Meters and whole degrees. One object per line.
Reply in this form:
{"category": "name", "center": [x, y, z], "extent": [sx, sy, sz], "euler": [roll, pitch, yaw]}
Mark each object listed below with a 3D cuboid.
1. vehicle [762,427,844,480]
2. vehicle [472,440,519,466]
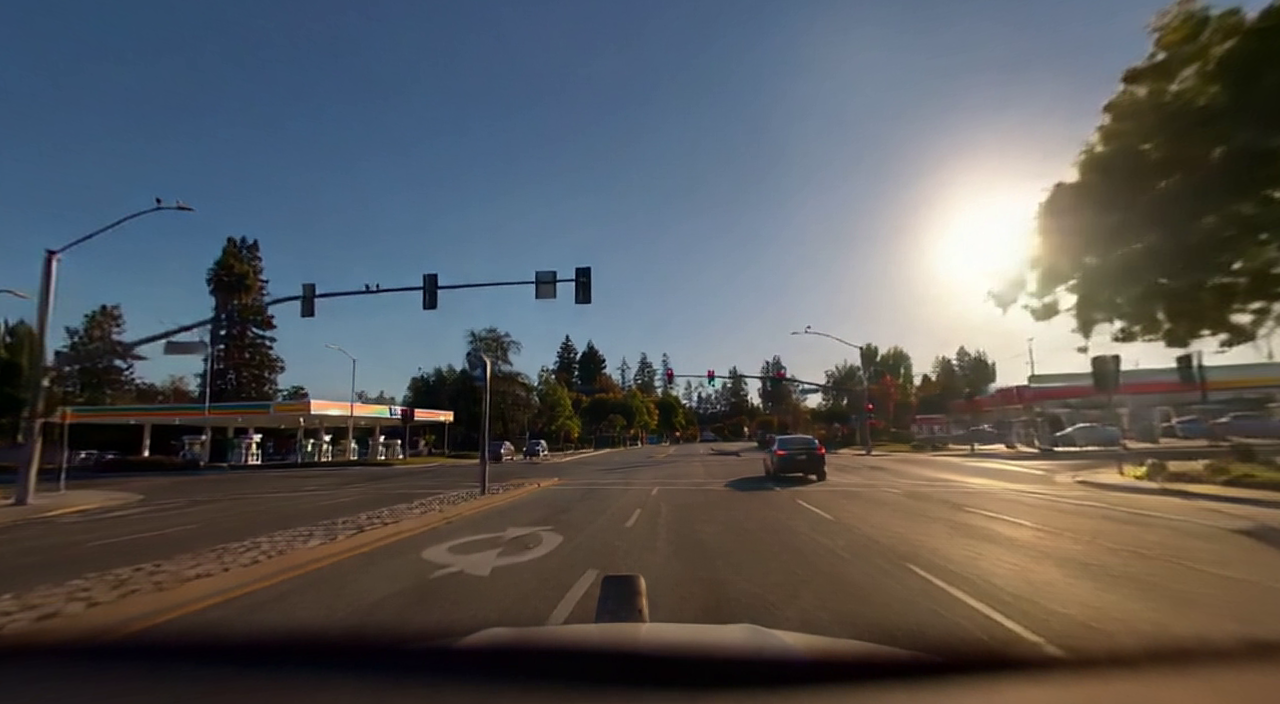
{"category": "vehicle", "center": [5.753, 3.653, 22.699], "extent": [2.090, 1.717, 4.063], "euler": [-1, -9, 4]}
{"category": "vehicle", "center": [-10.814, 7.574, 47.264], "extent": [2.112, 1.853, 4.516], "euler": [-1, -9, 5]}
